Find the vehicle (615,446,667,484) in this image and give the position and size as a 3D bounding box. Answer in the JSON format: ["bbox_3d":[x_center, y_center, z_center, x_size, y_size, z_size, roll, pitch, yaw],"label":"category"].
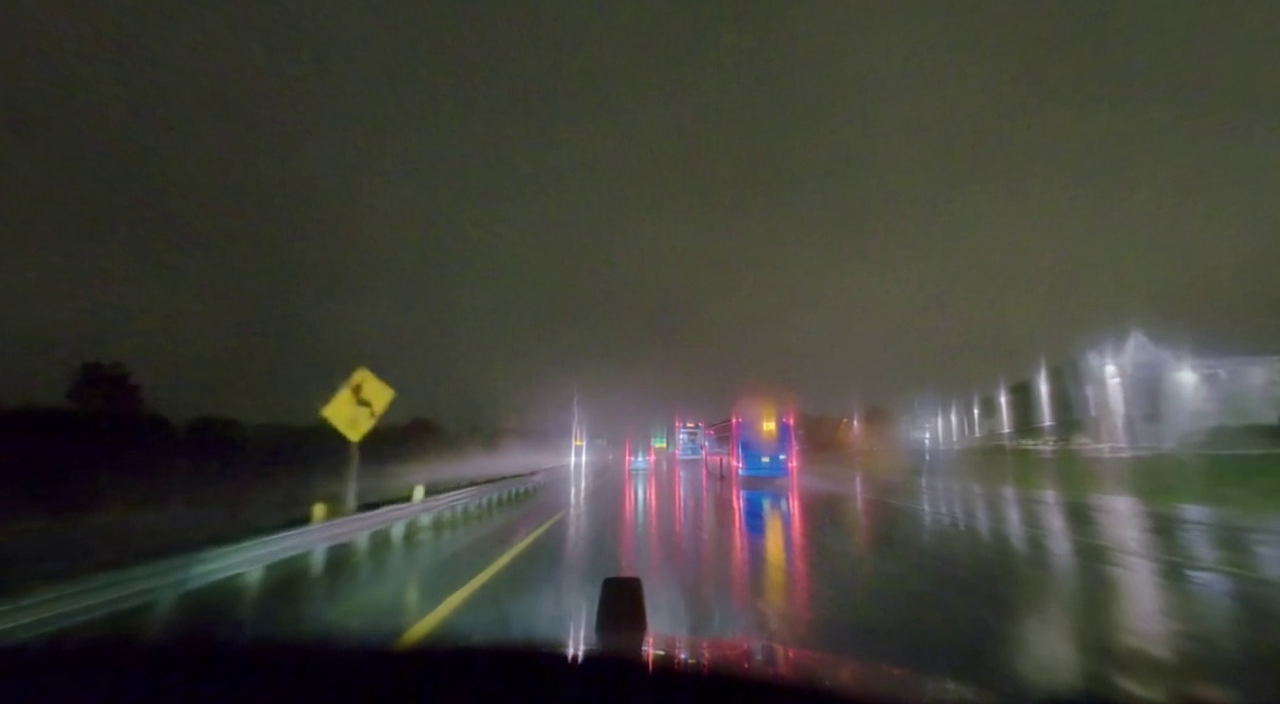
[{"bbox_3d":[0.018,4.628,26.019,2.004,1.449,3.817,0,-9,-1],"label":"vehicle"}]

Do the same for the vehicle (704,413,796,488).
[{"bbox_3d":[4.101,3.864,24.739,2.440,2.555,5.957,0,-9,-1],"label":"vehicle"}]
